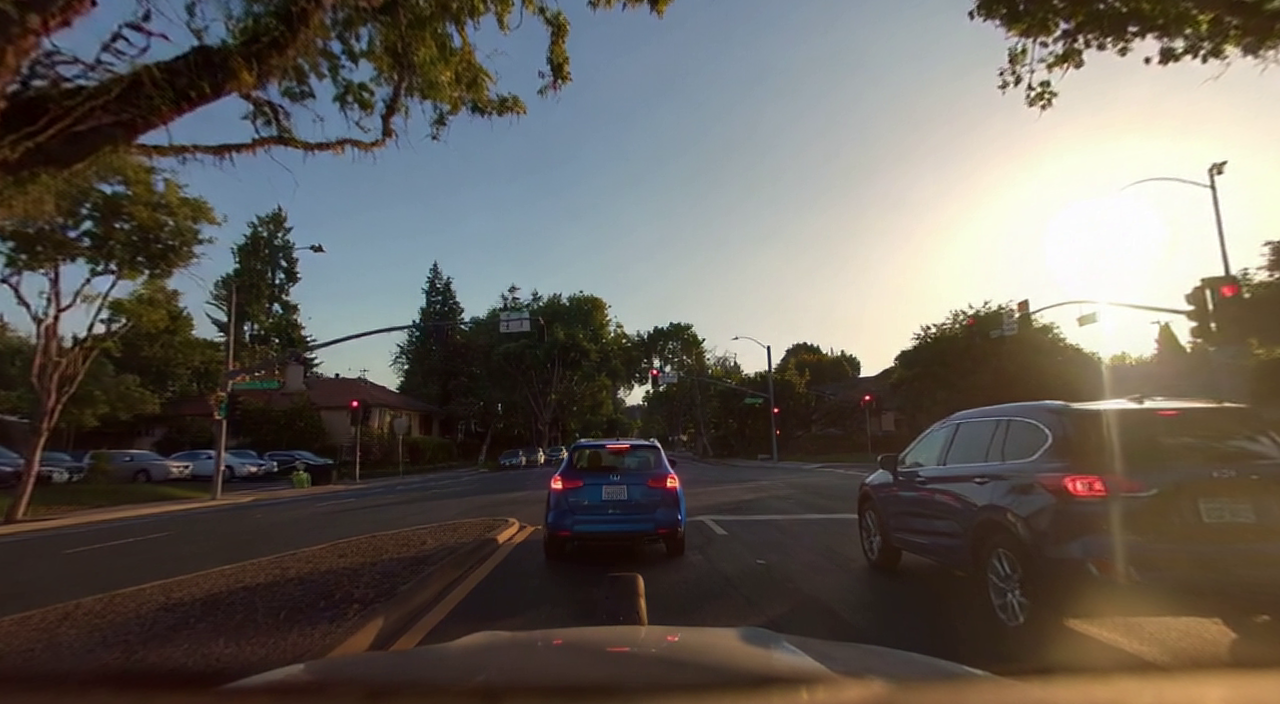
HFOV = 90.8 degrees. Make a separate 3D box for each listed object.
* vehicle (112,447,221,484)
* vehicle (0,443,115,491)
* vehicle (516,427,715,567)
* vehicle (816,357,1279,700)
[{"bbox_3d":[-28.581,6.825,38.388,4.943,2.110,2.217,5,-10,-32],"label":"vehicle"},{"bbox_3d":[-28.454,5.379,29.850,5.119,2.119,2.199,5,-10,-31],"label":"vehicle"},{"bbox_3d":[-0.302,1.951,9.364,2.177,1.512,4.682,0,-8,-1],"label":"vehicle"},{"bbox_3d":[3.197,1.226,5.518,2.046,1.768,4.370,0,-9,0],"label":"vehicle"}]
